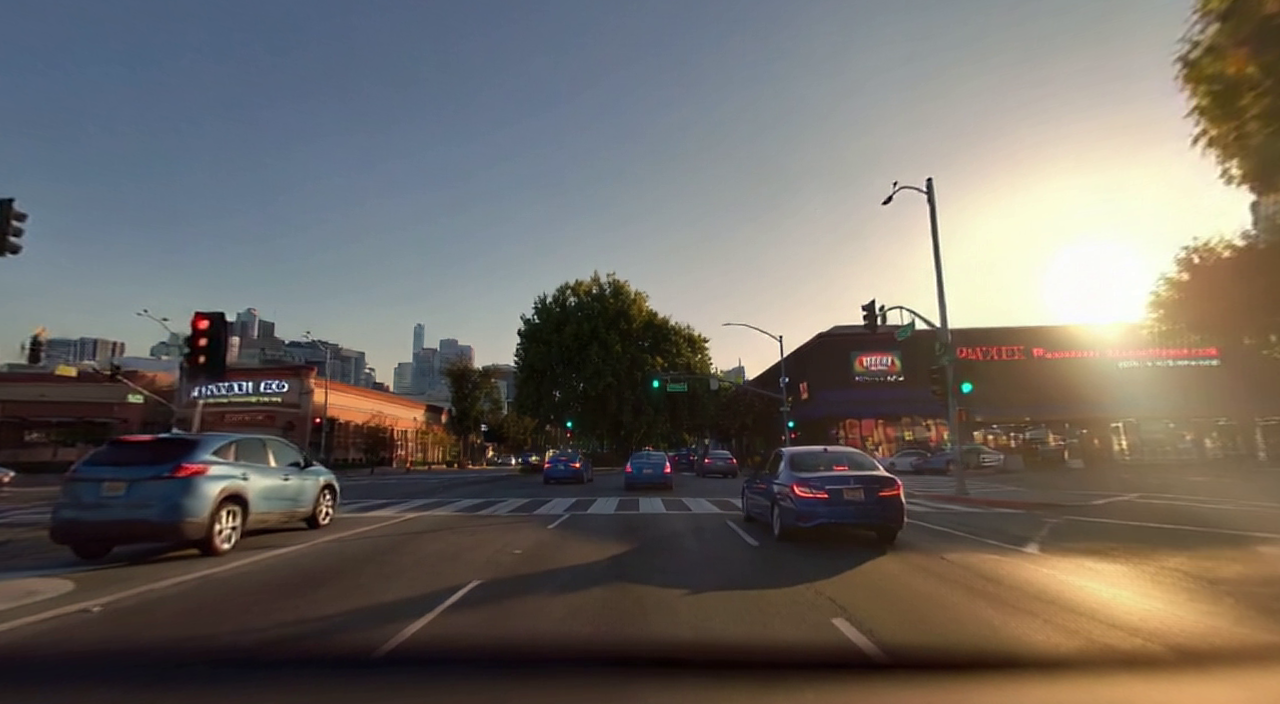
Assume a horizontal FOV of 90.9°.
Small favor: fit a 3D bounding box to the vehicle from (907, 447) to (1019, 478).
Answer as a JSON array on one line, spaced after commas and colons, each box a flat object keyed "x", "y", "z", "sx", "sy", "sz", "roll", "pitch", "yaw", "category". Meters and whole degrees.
[{"x": 15.799, "y": 5.375, "z": 30.931, "sx": 4.481, "sy": 1.427, "sz": 1.830, "roll": 0, "pitch": -8, "yaw": -2, "category": "vehicle"}]

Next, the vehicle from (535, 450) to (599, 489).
[{"x": -3.063, "y": 5.021, "z": 27.264, "sx": 2.040, "sy": 1.471, "sz": 4.211, "roll": -1, "pitch": -8, "yaw": 3, "category": "vehicle"}]

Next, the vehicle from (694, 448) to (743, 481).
[{"x": 3.898, "y": 5.656, "z": 31.999, "sx": 1.931, "sy": 1.552, "sz": 4.125, "roll": 0, "pitch": -8, "yaw": 0, "category": "vehicle"}]

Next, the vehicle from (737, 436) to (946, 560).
[{"x": 2.837, "y": 2.132, "z": 9.978, "sx": 1.946, "sy": 1.513, "sz": 4.133, "roll": 0, "pitch": -8, "yaw": 0, "category": "vehicle"}]

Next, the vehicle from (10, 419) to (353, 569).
[{"x": -6.624, "y": 2.055, "z": 9.959, "sx": 2.058, "sy": 1.804, "sz": 4.391, "roll": 0, "pitch": -8, "yaw": 0, "category": "vehicle"}]

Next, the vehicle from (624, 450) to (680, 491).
[{"x": 0.457, "y": 4.711, "z": 25.467, "sx": 2.070, "sy": 1.460, "sz": 4.118, "roll": 0, "pitch": -8, "yaw": 1, "category": "vehicle"}]
